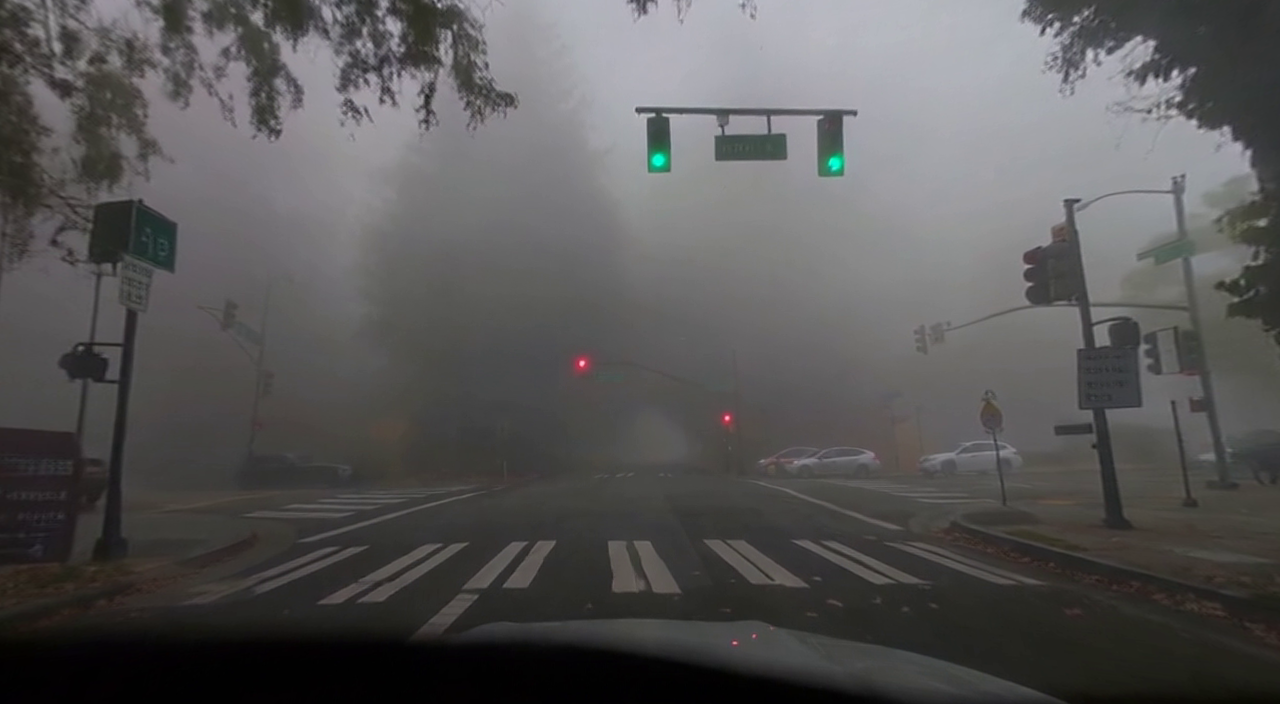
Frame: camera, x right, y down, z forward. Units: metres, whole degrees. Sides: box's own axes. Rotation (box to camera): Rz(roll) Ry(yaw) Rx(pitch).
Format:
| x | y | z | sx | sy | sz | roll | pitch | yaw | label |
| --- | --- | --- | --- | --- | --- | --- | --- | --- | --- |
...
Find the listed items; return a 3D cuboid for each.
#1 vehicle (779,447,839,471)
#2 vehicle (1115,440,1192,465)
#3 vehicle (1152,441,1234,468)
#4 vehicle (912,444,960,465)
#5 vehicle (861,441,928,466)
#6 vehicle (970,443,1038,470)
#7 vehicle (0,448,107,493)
| x | y | z | sx | sy | sz | roll | pitch | yaw | label |
| --- | --- | --- | --- | --- | --- | --- | --- | --- | --- |
| 11.130 | 7.011 | 41.220 | 1.955 | 1.508 | 4.295 | -9 | -12 | 42 | vehicle |
| 29.078 | 5.688 | 35.591 | 1.591 | 1.332 | 3.202 | -2 | -8 | 0 | vehicle |
| 31.448 | 5.826 | 35.762 | 1.612 | 1.402 | 3.320 | -1 | -9 | 0 | vehicle |
| 21.844 | 7.598 | 46.397 | 1.923 | 1.463 | 3.758 | -1 | -9 | 3 | vehicle |
| 16.949 | 6.760 | 41.643 | 4.522 | 1.546 | 1.941 | 6 | -11 | -35 | vehicle |
| 20.949 | 5.993 | 36.243 | 1.851 | 1.388 | 3.475 | 0 | -7 | 1 | vehicle |
| -22.824 | 4.370 | 23.237 | 4.362 | 1.593 | 1.936 | -1 | -9 | 2 | vehicle |
